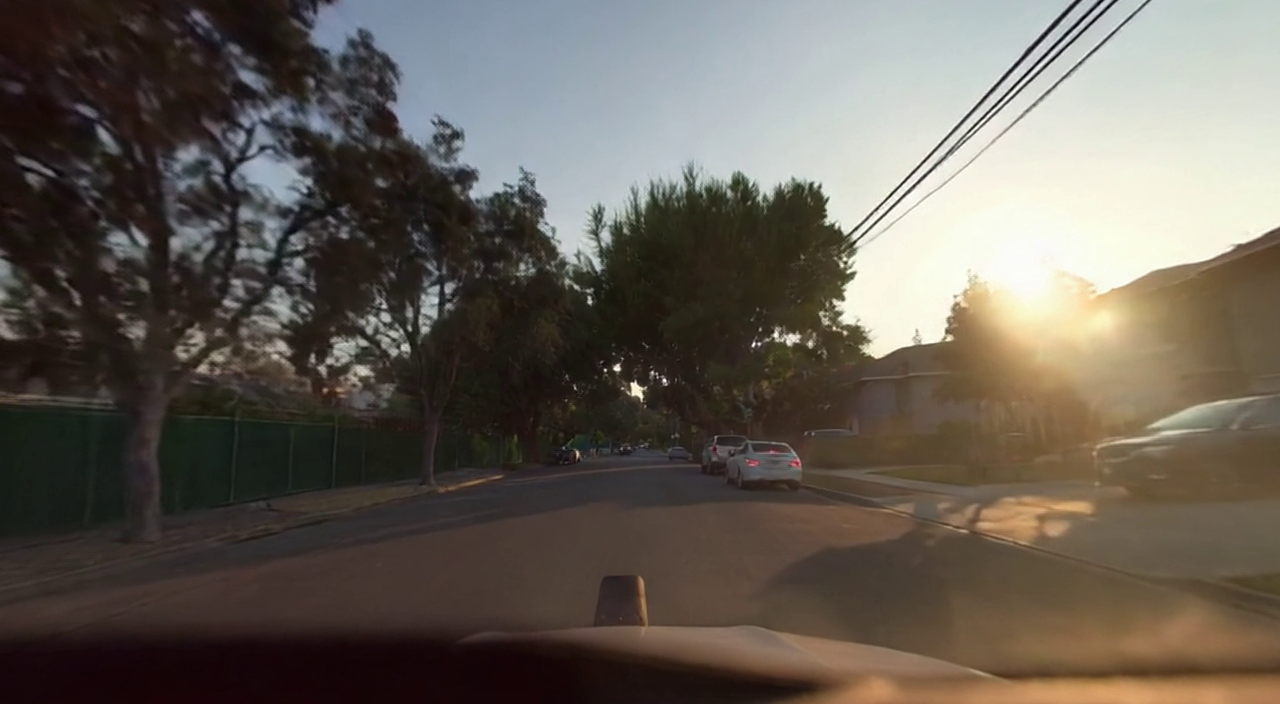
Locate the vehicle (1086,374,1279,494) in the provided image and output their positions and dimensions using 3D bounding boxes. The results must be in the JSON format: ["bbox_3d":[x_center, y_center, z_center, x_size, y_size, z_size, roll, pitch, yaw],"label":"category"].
[{"bbox_3d":[10.915,1.379,10.663,5.046,1.800,2.201,0,-8,0],"label":"vehicle"}]

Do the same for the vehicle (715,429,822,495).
[{"bbox_3d":[3.582,3.175,18.659,2.122,1.673,4.876,0,-8,0],"label":"vehicle"}]
